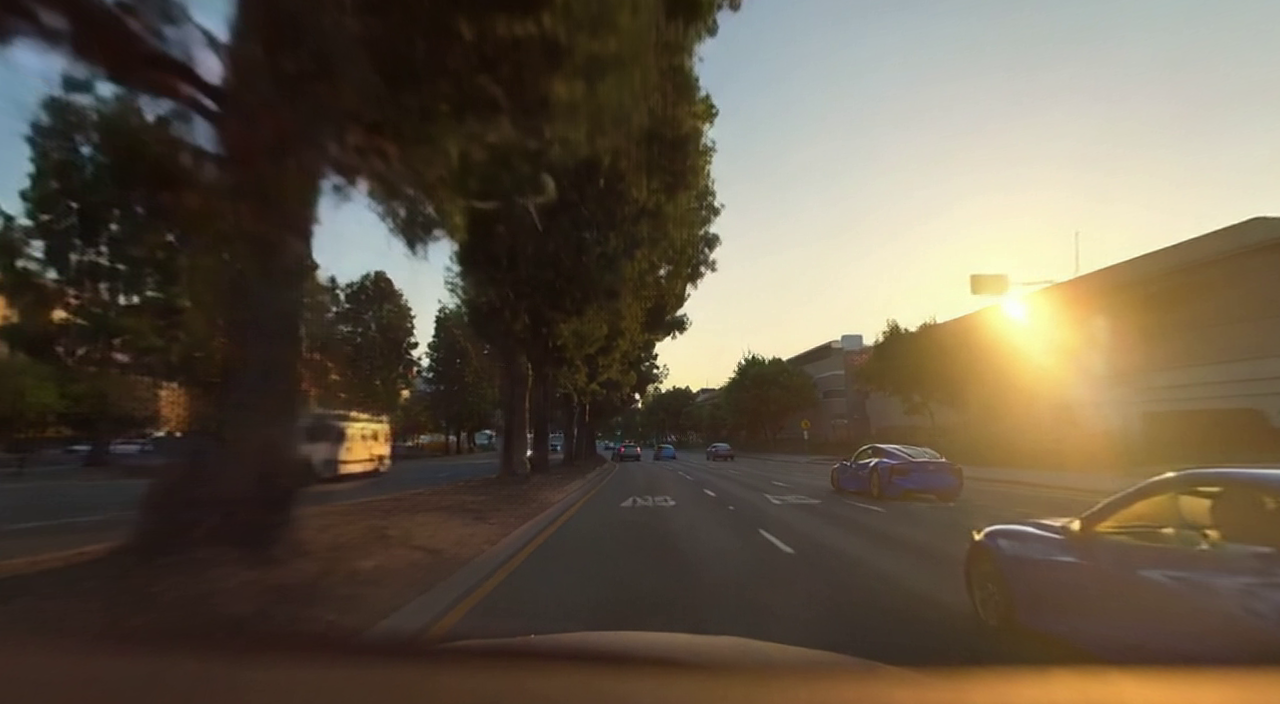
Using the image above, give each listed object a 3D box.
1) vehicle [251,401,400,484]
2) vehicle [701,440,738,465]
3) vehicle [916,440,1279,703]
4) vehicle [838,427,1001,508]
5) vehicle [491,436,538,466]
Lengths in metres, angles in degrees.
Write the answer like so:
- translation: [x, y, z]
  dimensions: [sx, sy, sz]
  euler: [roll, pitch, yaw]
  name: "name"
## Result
- translation: [-11.081, 3.307, 23.020]
  dimensions: [2.300, 2.636, 5.986]
  euler: [0, -9, 0]
  name: "vehicle"
- translation: [5.711, 7.283, 45.813]
  dimensions: [1.931, 1.685, 4.054]
  euler: [1, -9, -4]
  name: "vehicle"
- translation: [3.426, 1.150, 3.288]
  dimensions: [1.990, 1.347, 4.388]
  euler: [0, -9, 0]
  name: "vehicle"
- translation: [6.772, 2.845, 15.958]
  dimensions: [1.987, 1.730, 4.373]
  euler: [0, -9, -1]
  name: "vehicle"
- translation: [-7.815, 6.201, 39.695]
  dimensions: [2.106, 1.768, 4.552]
  euler: [0, -9, -1]
  name: "vehicle"
